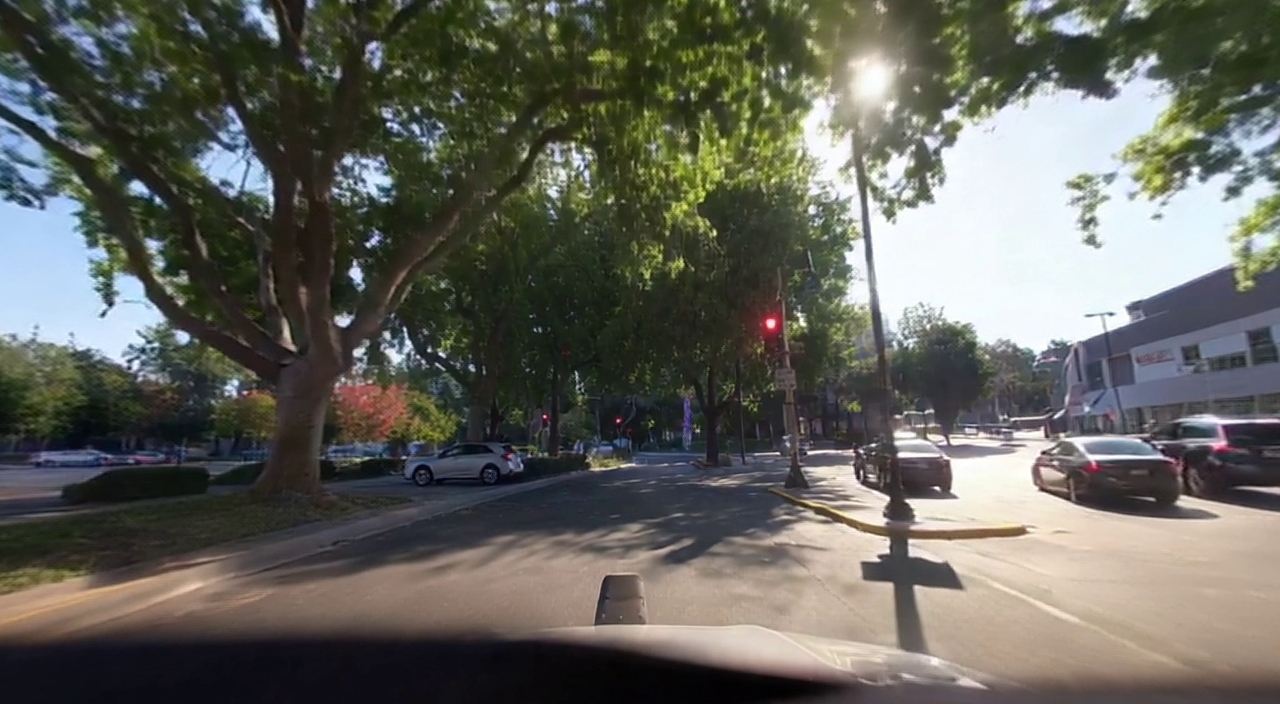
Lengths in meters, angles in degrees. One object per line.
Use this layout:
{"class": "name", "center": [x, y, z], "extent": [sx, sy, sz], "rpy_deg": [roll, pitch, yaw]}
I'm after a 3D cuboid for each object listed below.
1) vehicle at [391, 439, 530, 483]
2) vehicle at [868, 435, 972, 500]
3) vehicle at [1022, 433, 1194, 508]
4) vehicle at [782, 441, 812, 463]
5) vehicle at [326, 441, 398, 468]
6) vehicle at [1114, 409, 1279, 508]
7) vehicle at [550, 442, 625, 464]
{"class": "vehicle", "center": [-6.321, 3.871, 22.579], "extent": [4.376, 1.476, 1.791], "rpy_deg": [-1, -9, 4]}
{"class": "vehicle", "center": [7.403, 3.053, 17.157], "extent": [1.867, 1.479, 4.452], "rpy_deg": [-3, -9, 15]}
{"class": "vehicle", "center": [11.547, 2.910, 16.052], "extent": [2.031, 1.592, 4.470], "rpy_deg": [-3, -9, 17]}
{"class": "vehicle", "center": [12.042, 7.612, 48.375], "extent": [2.061, 1.519, 4.794], "rpy_deg": [-3, -8, 15]}
{"class": "vehicle", "center": [-19.264, 7.122, 44.029], "extent": [2.082, 1.779, 4.841], "rpy_deg": [-2, -9, 12]}
{"class": "vehicle", "center": [13.878, 2.466, 15.027], "extent": [2.265, 1.919, 5.745], "rpy_deg": [-4, -9, 18]}
{"class": "vehicle", "center": [-3.685, 7.094, 44.259], "extent": [4.792, 1.468, 2.116], "rpy_deg": [-3, -9, 15]}
